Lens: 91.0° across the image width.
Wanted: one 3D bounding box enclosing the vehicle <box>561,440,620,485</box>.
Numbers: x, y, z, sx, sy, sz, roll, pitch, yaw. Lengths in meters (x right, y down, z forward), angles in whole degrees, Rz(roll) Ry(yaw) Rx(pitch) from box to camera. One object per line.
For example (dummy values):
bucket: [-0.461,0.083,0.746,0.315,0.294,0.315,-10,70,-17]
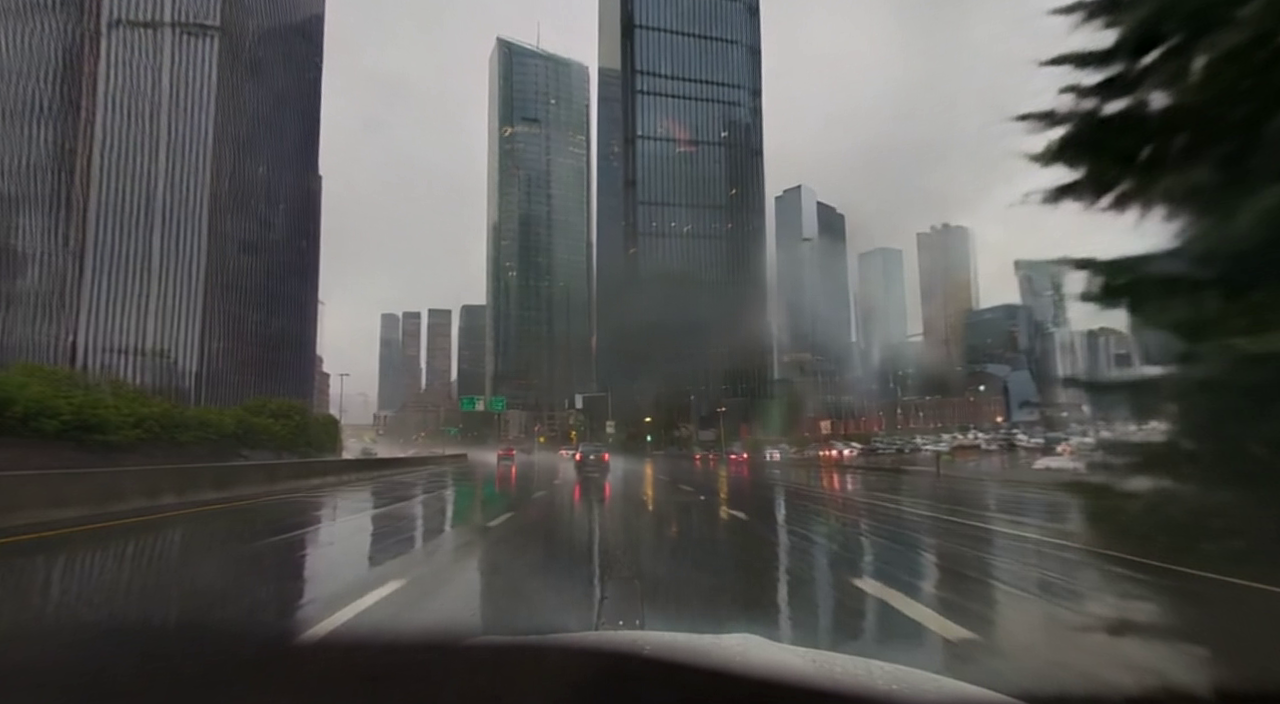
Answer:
vehicle: [-2.021,4.493,25.853,2.183,1.675,4.319,1,-9,-4]
